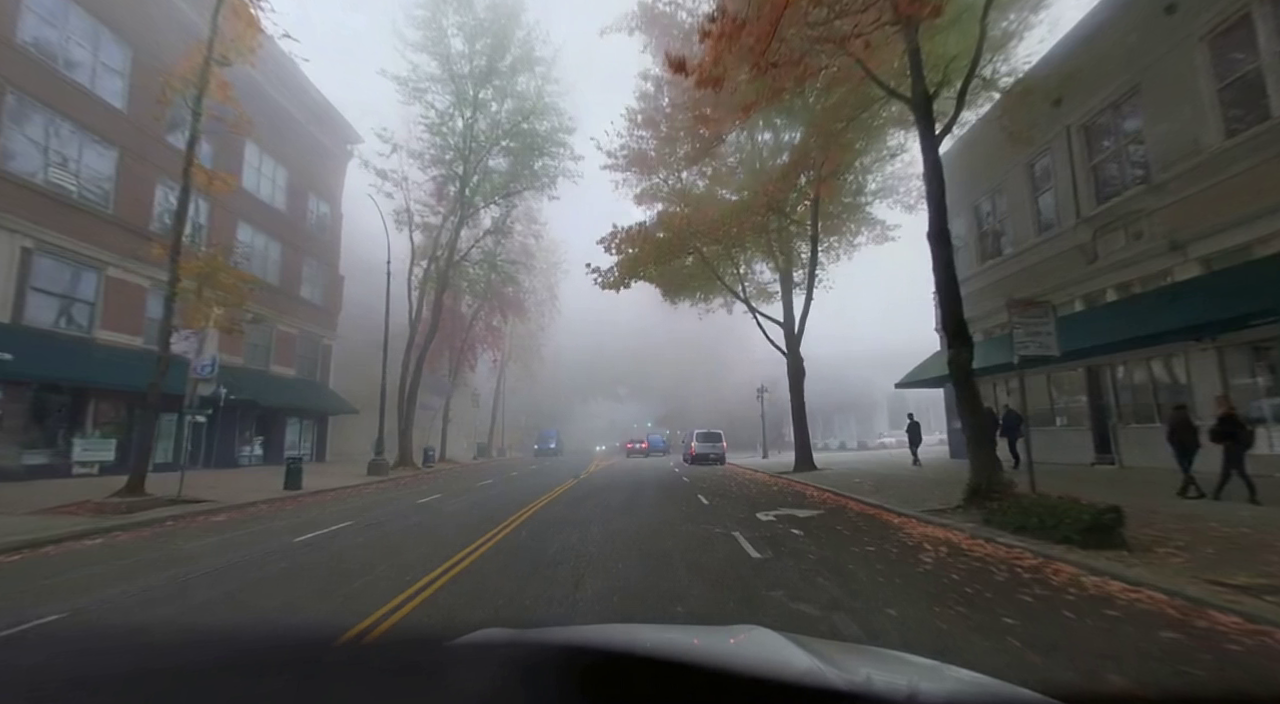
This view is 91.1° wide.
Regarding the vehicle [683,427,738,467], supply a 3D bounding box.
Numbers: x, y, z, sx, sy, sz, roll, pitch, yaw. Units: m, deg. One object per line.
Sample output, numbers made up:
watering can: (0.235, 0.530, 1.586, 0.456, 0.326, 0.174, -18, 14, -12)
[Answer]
vehicle: (3.713, 5.126, 34.216, 2.357, 1.986, 5.136, 0, -8, -1)
